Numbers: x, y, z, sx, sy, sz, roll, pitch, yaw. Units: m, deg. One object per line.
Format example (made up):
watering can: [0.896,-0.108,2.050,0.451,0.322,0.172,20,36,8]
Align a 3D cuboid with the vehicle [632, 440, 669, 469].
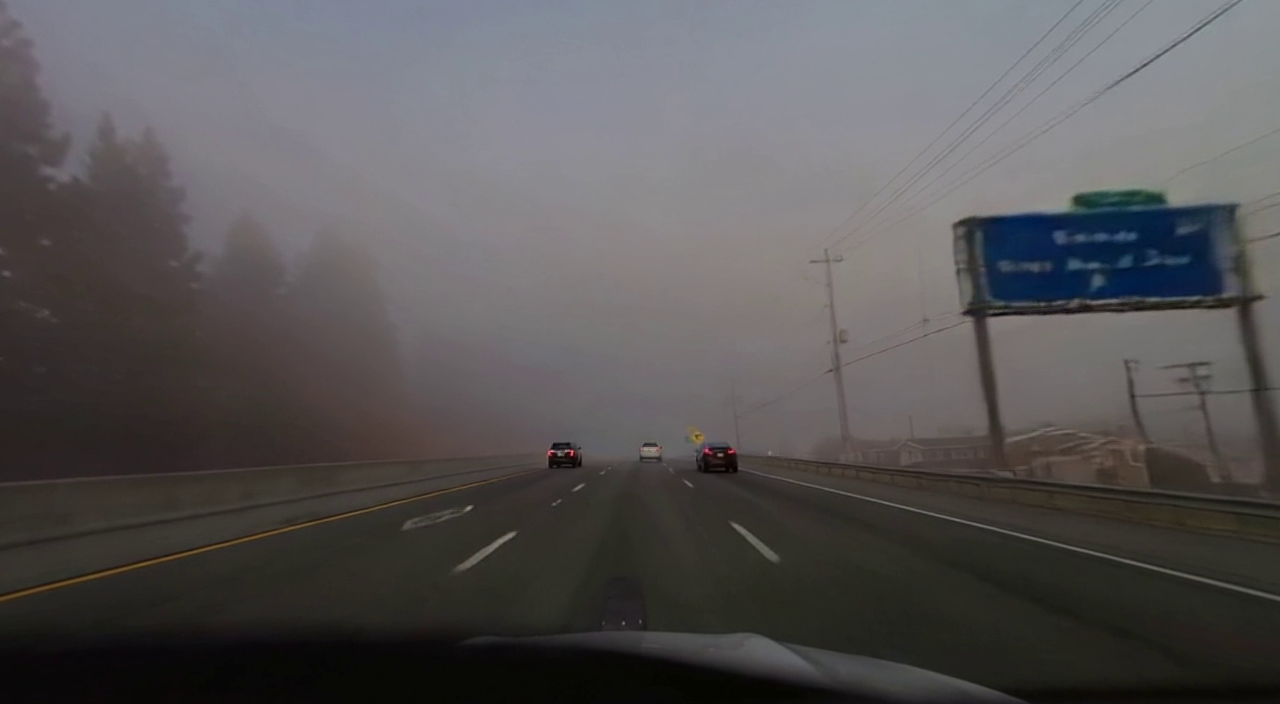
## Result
vehicle: [0.576,6.027,37.193,2.049,1.620,4.153,0,-8,0]

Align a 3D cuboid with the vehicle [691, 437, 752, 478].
vehicle: [3.359,4.430,26.629,1.996,1.579,3.841,0,-8,-1]

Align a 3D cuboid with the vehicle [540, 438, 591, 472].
vehicle: [-4.108,5.738,35.366,2.217,1.773,4.553,0,-8,1]
